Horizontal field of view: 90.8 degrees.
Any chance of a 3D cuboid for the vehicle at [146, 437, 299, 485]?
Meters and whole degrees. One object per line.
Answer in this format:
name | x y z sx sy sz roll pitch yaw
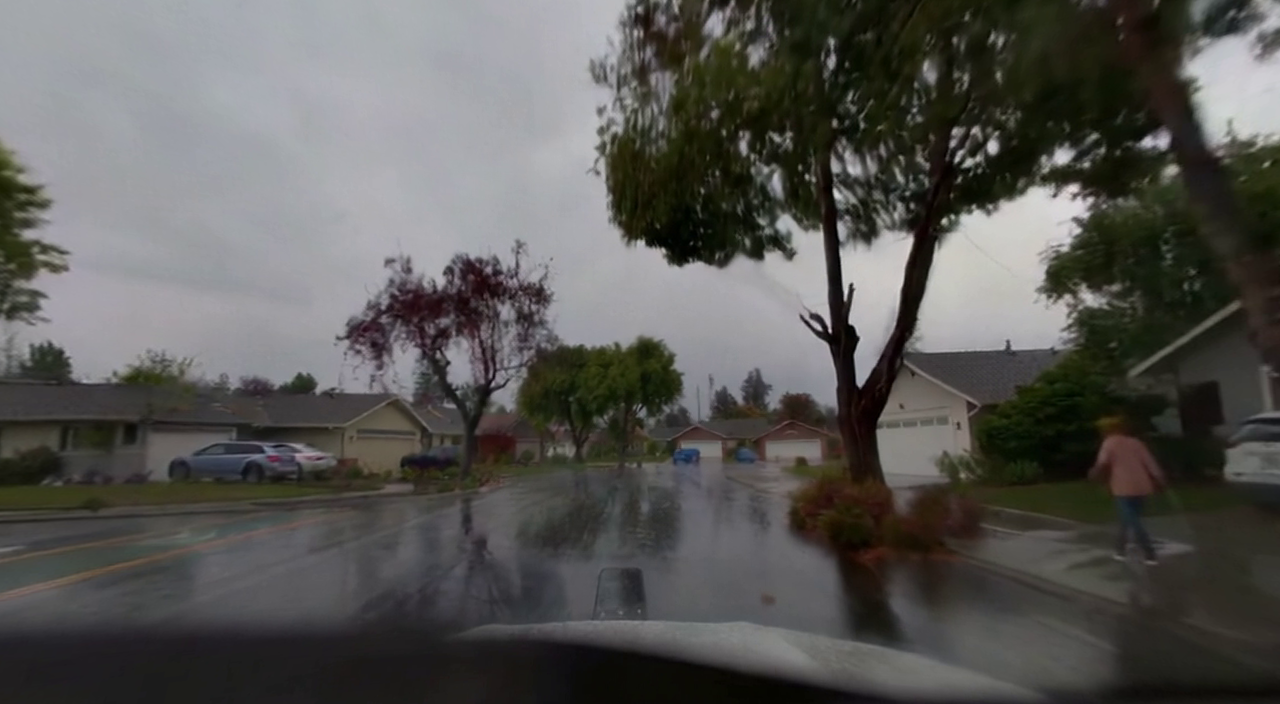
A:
vehicle | -16.685 4.374 25.475 4.581 1.811 2.145 0 -9 -2
